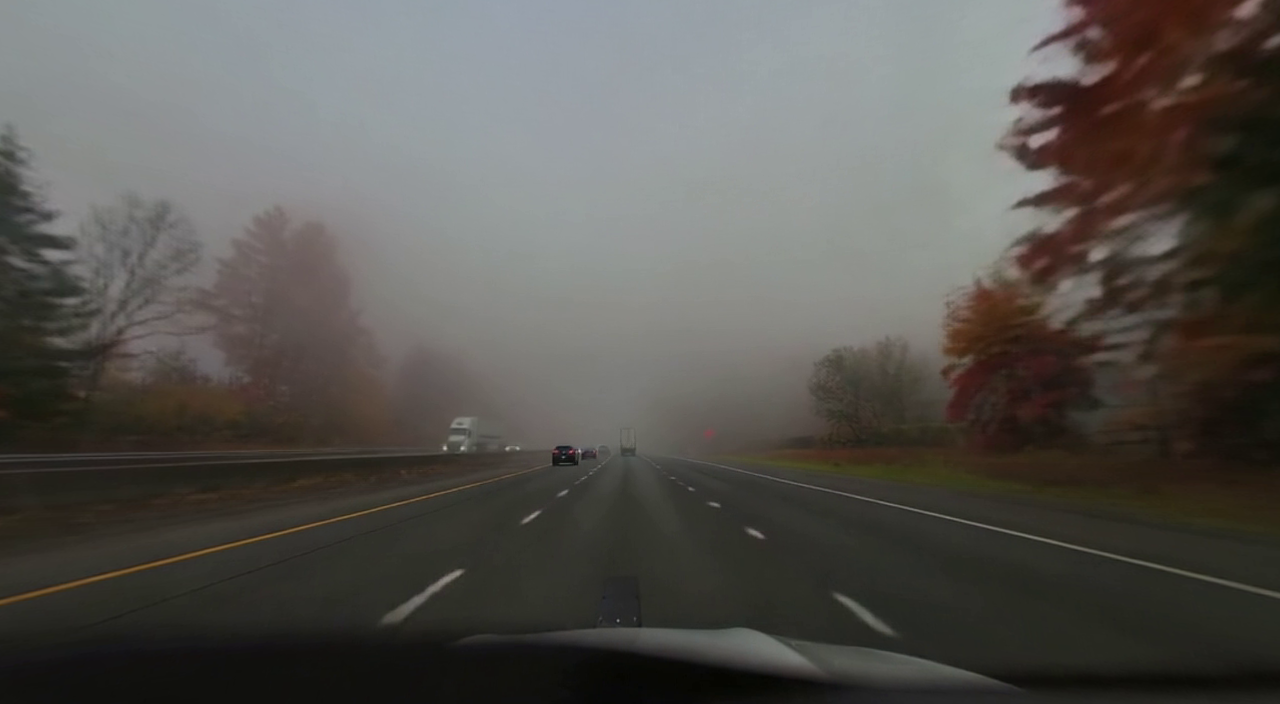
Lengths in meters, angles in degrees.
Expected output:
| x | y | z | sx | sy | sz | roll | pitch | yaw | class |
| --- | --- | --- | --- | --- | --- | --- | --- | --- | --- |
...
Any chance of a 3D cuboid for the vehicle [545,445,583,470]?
| x | y | z | sx | sy | sz | roll | pitch | yaw | class |
| --- | --- | --- | --- | --- | --- | --- | --- | --- | --- |
| -4.742 | 6.597 | 39.463 | 1.963 | 1.475 | 3.665 | 0 | -9 | -1 | vehicle |
